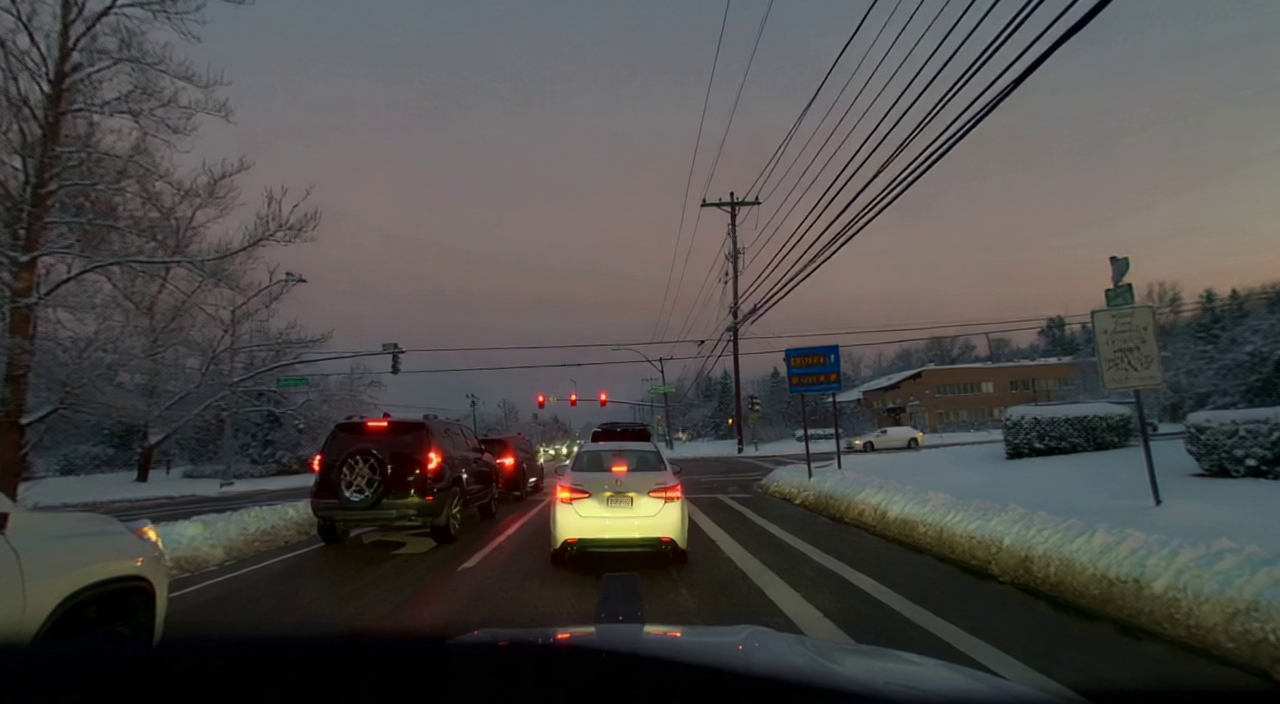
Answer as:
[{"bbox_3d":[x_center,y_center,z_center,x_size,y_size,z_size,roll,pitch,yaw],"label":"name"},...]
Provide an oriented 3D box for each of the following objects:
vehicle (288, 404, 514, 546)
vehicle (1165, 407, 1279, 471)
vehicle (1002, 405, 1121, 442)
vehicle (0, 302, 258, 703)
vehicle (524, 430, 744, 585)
[{"bbox_3d":[-3.845,2.083,11.372,2.147,1.963,4.927,0,-8,0],"label":"vehicle"},{"bbox_3d":[17.020,2.535,18.250,1.858,1.622,4.491,-5,-10,28],"label":"vehicle"},{"bbox_3d":[26.888,4.633,40.488,5.782,2.286,2.223,-1,-9,4],"label":"vehicle"},{"bbox_3d":[-3.600,0.638,1.530,2.085,1.943,5.053,0,-8,1],"label":"vehicle"},{"bbox_3d":[-0.105,1.800,8.145,2.121,1.474,3.968,0,-8,-2],"label":"vehicle"}]
